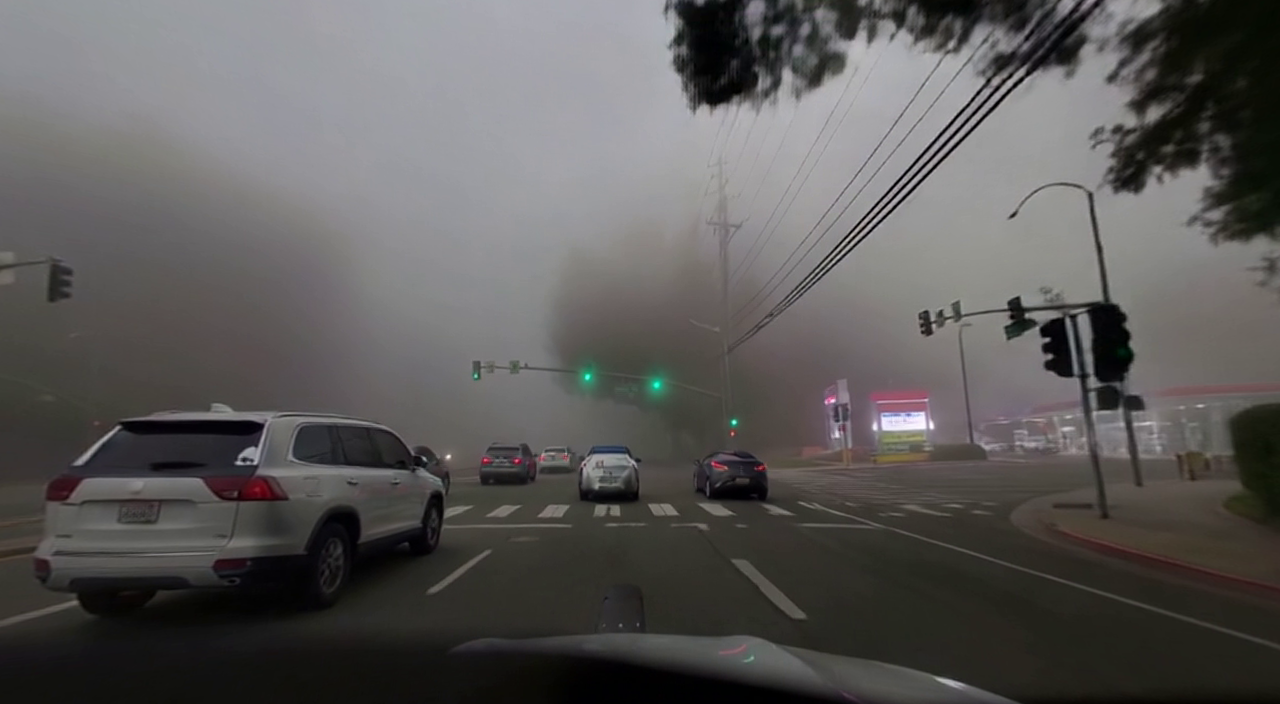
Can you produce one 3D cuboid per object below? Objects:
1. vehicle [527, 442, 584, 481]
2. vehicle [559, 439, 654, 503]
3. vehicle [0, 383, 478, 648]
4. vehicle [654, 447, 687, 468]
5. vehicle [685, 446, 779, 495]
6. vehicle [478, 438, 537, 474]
[{"bbox_3d":[-3.633,4.776,27.833,1.953,1.530,4.335,0,-9,-1],"label":"vehicle"},{"bbox_3d":[-0.837,3.068,16.725,2.189,1.437,4.135,0,-9,-2],"label":"vehicle"},{"bbox_3d":[-3.159,1.356,6.289,1.922,1.642,4.547,0,-9,0],"label":"vehicle"},{"bbox_3d":[2.155,7.708,46.262,2.069,1.464,4.599,0,-9,-2],"label":"vehicle"},{"bbox_3d":[2.629,3.515,19.216,2.065,1.302,4.416,0,-9,-2],"label":"vehicle"},{"bbox_3d":[-7.701,6.115,37.317,2.385,1.918,5.056,0,-9,0],"label":"vehicle"}]
